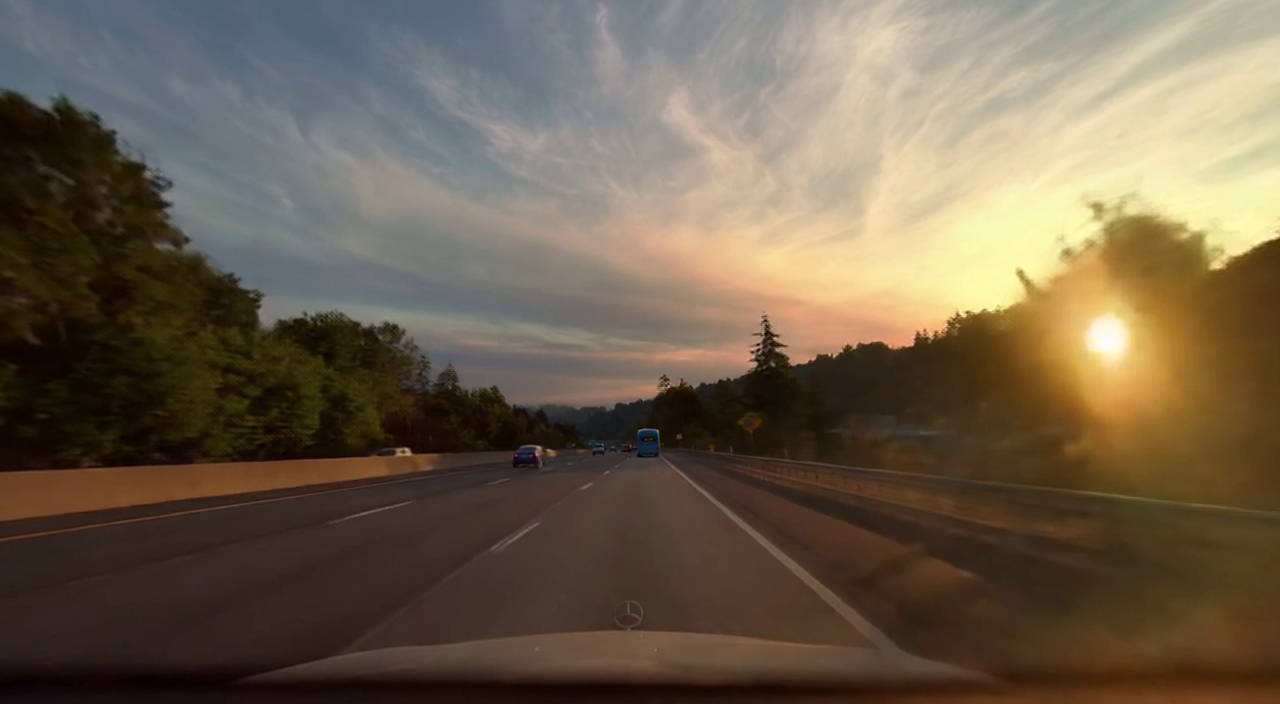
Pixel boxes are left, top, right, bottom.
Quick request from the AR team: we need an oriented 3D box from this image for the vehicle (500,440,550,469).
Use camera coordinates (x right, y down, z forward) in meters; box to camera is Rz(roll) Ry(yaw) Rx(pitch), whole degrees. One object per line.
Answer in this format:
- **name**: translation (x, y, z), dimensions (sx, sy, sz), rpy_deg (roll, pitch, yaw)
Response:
- **vehicle**: translation (-6.961, 6.243, 38.633), dimensions (2.080, 1.674, 4.660), rpy_deg (0, -8, 1)
